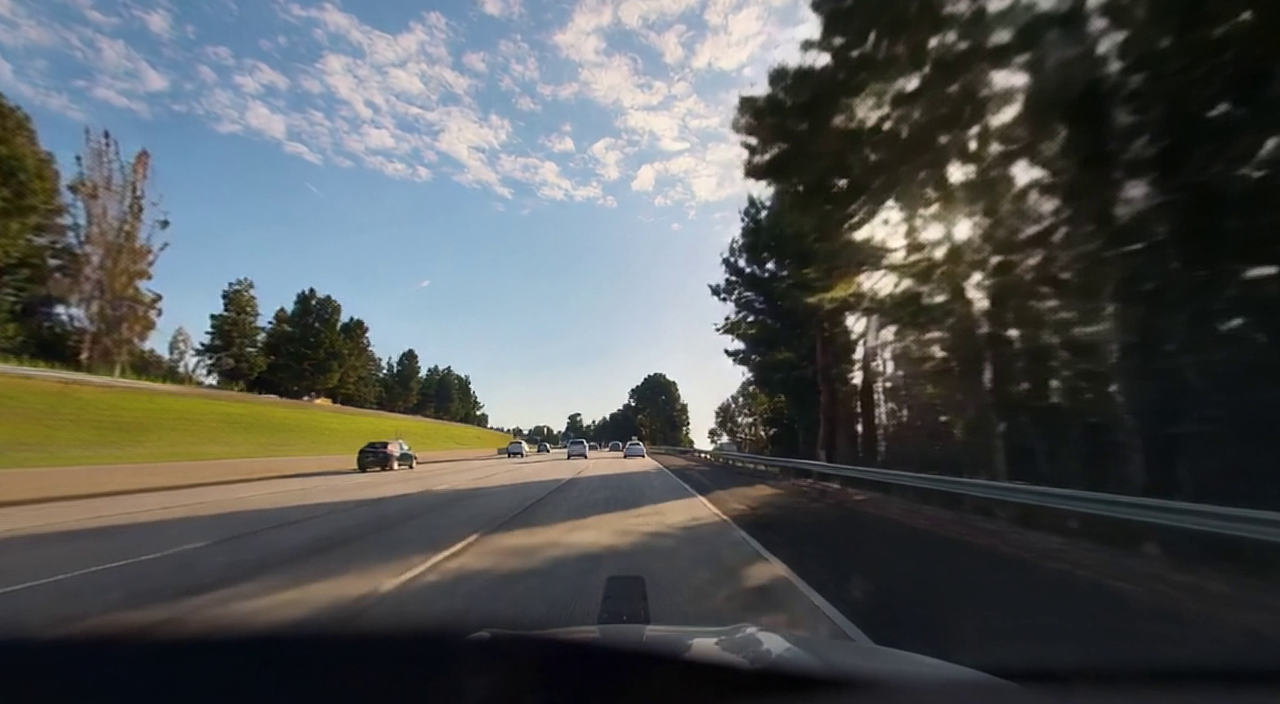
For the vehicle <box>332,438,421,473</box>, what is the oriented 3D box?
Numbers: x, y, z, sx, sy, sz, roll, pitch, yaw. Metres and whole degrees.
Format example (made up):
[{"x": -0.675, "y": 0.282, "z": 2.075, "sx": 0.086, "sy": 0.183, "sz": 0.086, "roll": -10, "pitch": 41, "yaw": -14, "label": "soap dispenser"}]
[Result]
[{"x": -11.960, "y": 4.712, "z": 28.932, "sx": 2.056, "sy": 1.489, "sz": 4.852, "roll": 0, "pitch": -8, "yaw": -1, "label": "vehicle"}]

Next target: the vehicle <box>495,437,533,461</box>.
[{"x": -9.249, "y": 7.153, "z": 46.548, "sx": 2.015, "sy": 1.651, "sz": 4.432, "roll": 0, "pitch": -8, "yaw": -1, "label": "vehicle"}]

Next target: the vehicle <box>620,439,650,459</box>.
[{"x": -0.425, "y": 7.261, "z": 47.137, "sx": 2.060, "sy": 1.465, "sz": 3.974, "roll": 0, "pitch": -8, "yaw": -3, "label": "vehicle"}]
